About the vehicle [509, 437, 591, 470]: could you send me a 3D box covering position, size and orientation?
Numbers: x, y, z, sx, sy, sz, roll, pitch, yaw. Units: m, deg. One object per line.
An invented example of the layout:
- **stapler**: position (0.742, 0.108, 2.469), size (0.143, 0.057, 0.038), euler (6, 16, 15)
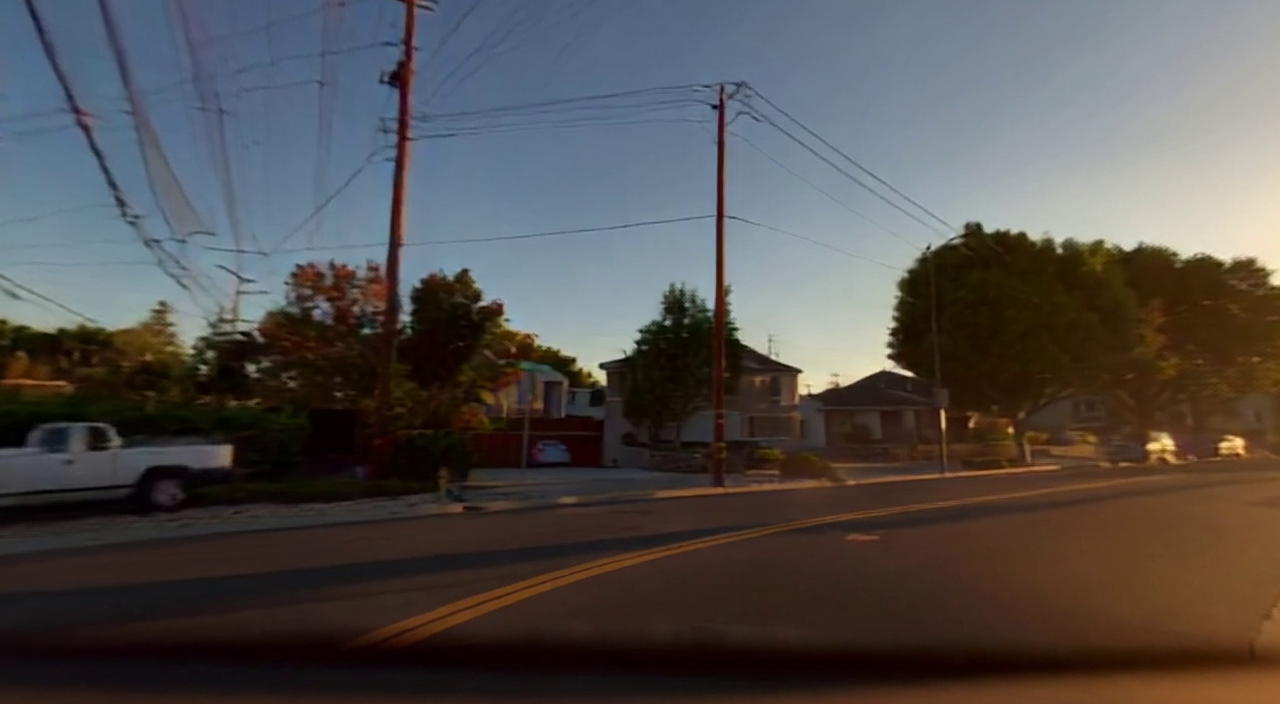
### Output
- **vehicle**: position (-4.617, 5.168, 32.284), size (3.784, 1.532, 1.650), euler (3, -9, -28)

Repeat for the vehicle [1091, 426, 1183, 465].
- **vehicle**: position (24.459, 4.580, 30.990), size (4.437, 1.695, 2.027), euler (5, -13, -33)

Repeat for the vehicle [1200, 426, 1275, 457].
- **vehicle**: position (37.876, 5.692, 39.892), size (5.370, 1.799, 2.120), euler (5, -11, -34)
